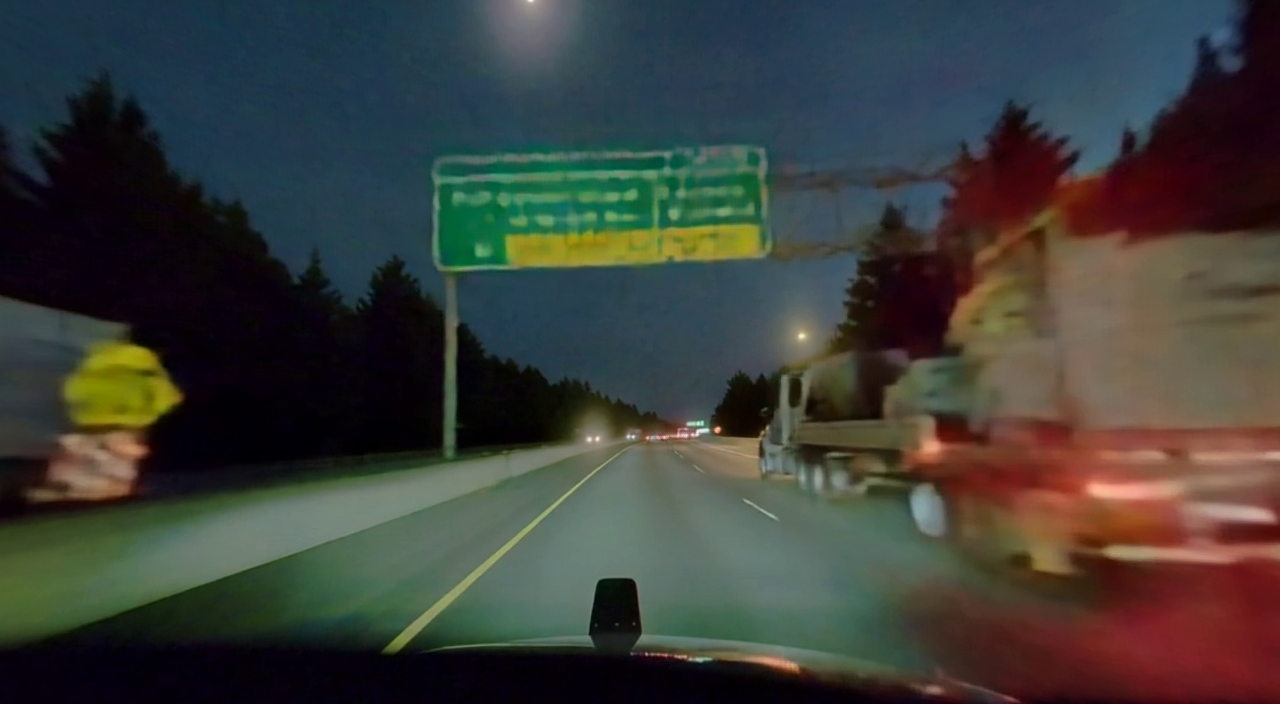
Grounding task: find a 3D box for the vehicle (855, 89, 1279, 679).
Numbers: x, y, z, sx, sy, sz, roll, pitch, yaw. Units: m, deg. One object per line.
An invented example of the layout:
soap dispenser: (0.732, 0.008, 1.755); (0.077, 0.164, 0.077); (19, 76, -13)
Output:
vehicle: (4.338, 0.406, 6.038); (2.749, 3.357, 4.979); (0, -8, 1)
